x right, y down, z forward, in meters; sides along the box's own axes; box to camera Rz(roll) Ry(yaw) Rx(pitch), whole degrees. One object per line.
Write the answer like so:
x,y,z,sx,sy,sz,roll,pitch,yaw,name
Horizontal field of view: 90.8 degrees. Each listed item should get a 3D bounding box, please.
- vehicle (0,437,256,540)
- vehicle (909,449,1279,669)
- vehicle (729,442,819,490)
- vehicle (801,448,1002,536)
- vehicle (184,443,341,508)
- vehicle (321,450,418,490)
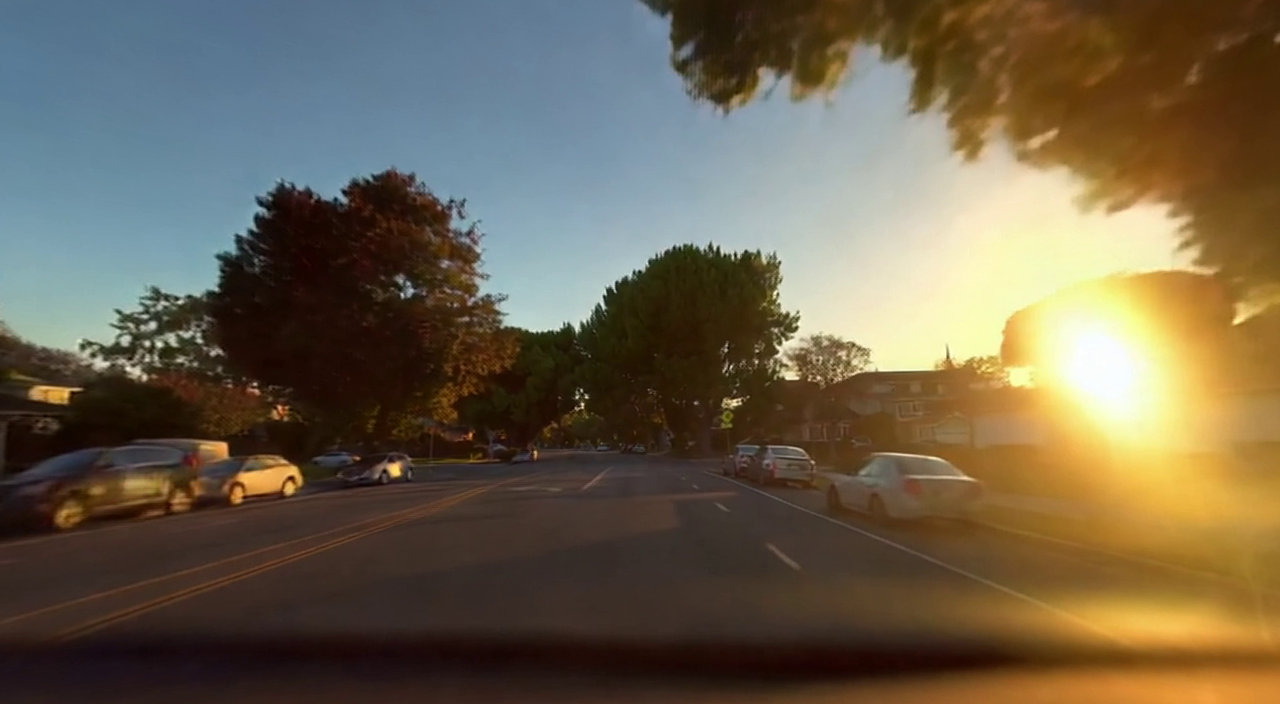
-11.243,2.814,13.829,2.459,1.804,4.877,0,-8,2,vehicle
4.649,1.691,6.294,2.049,1.385,4.209,0,-8,-1,vehicle
4.527,3.905,22.045,2.196,1.472,4.426,0,-8,0,vehicle
4.751,2.584,12.342,2.007,1.352,4.345,1,-8,-1,vehicle
-11.252,3.664,19.309,2.052,1.726,4.475,0,-8,-1,vehicle
-11.061,4.815,26.268,1.949,1.457,4.581,0,-8,1,vehicle
